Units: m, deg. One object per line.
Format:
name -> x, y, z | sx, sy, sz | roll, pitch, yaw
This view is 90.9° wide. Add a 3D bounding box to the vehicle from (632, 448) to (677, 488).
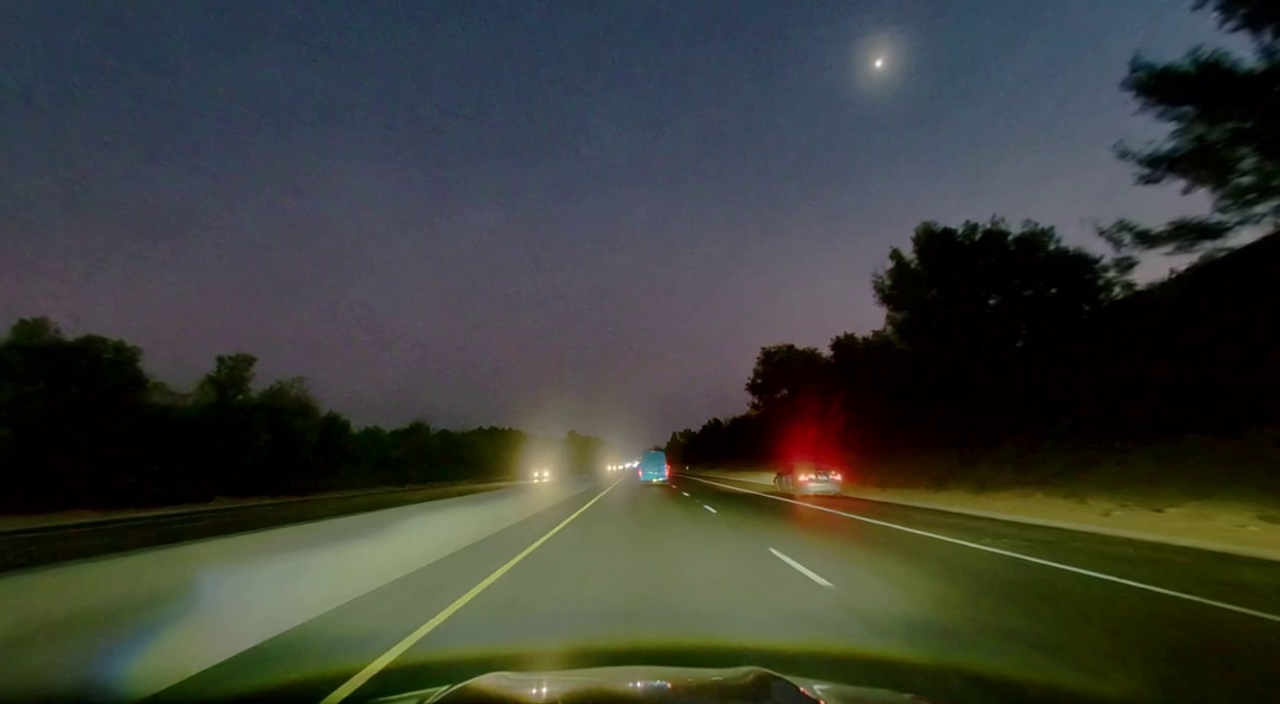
vehicle -> 0.784, 6.894, 37.371 | 2.429, 2.167, 4.558 | 1, -11, -2
